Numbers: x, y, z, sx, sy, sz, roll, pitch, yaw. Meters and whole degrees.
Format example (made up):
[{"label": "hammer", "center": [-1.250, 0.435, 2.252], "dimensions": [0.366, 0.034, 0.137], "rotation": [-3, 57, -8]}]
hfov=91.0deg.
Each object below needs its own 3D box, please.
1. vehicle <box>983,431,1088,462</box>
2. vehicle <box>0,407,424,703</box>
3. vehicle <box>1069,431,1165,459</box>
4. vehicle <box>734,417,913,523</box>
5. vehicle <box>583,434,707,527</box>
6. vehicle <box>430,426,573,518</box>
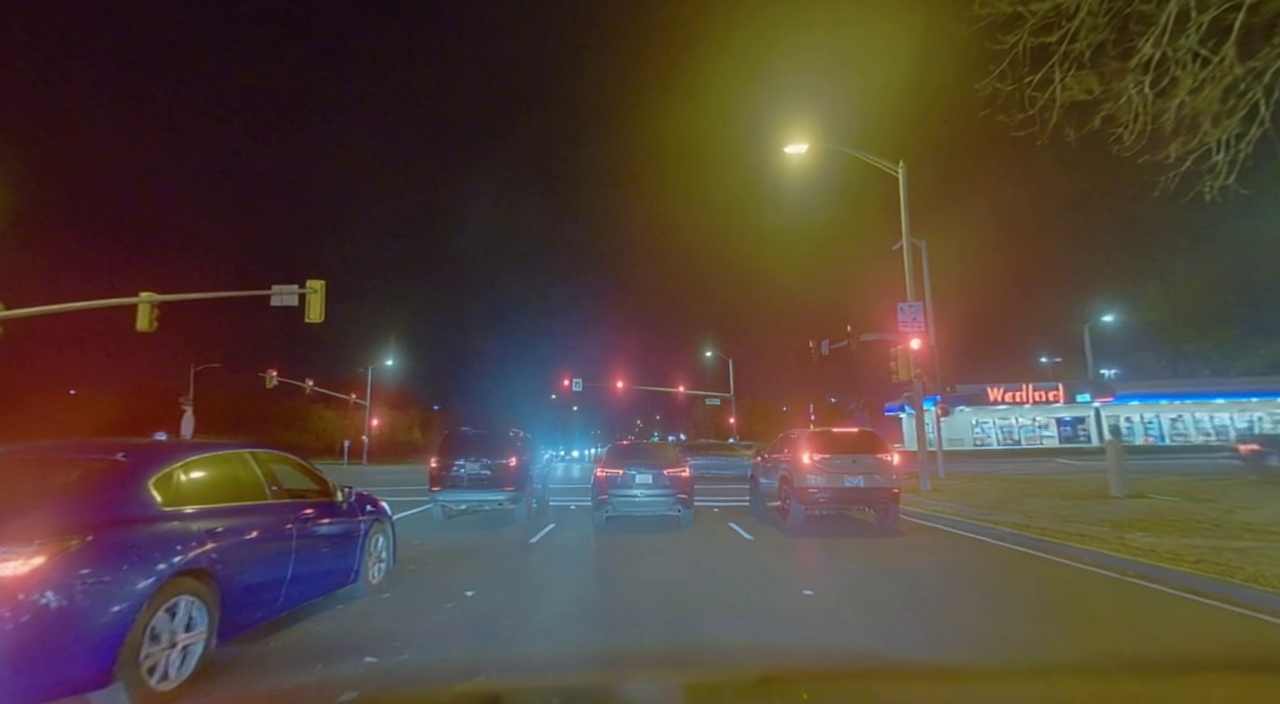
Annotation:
[{"label": "vehicle", "center": [23.287, 5.595, 37.233], "dimensions": [4.781, 1.700, 1.986], "rotation": [0, -9, 1]}, {"label": "vehicle", "center": [-3.331, 1.270, 4.396], "dimensions": [2.014, 1.472, 4.357], "rotation": [0, -9, 1]}, {"label": "vehicle", "center": [30.545, 5.984, 40.420], "dimensions": [4.432, 1.680, 1.932], "rotation": [0, -9, 2]}, {"label": "vehicle", "center": [3.309, 2.252, 12.449], "dimensions": [2.076, 1.691, 4.402], "rotation": [0, -9, -2]}, {"label": "vehicle", "center": [0.122, 2.426, 12.393], "dimensions": [2.032, 1.499, 3.994], "rotation": [0, -9, 1]}, {"label": "vehicle", "center": [-2.824, 2.574, 13.913], "dimensions": [2.072, 1.694, 4.070], "rotation": [0, -9, 2]}]
